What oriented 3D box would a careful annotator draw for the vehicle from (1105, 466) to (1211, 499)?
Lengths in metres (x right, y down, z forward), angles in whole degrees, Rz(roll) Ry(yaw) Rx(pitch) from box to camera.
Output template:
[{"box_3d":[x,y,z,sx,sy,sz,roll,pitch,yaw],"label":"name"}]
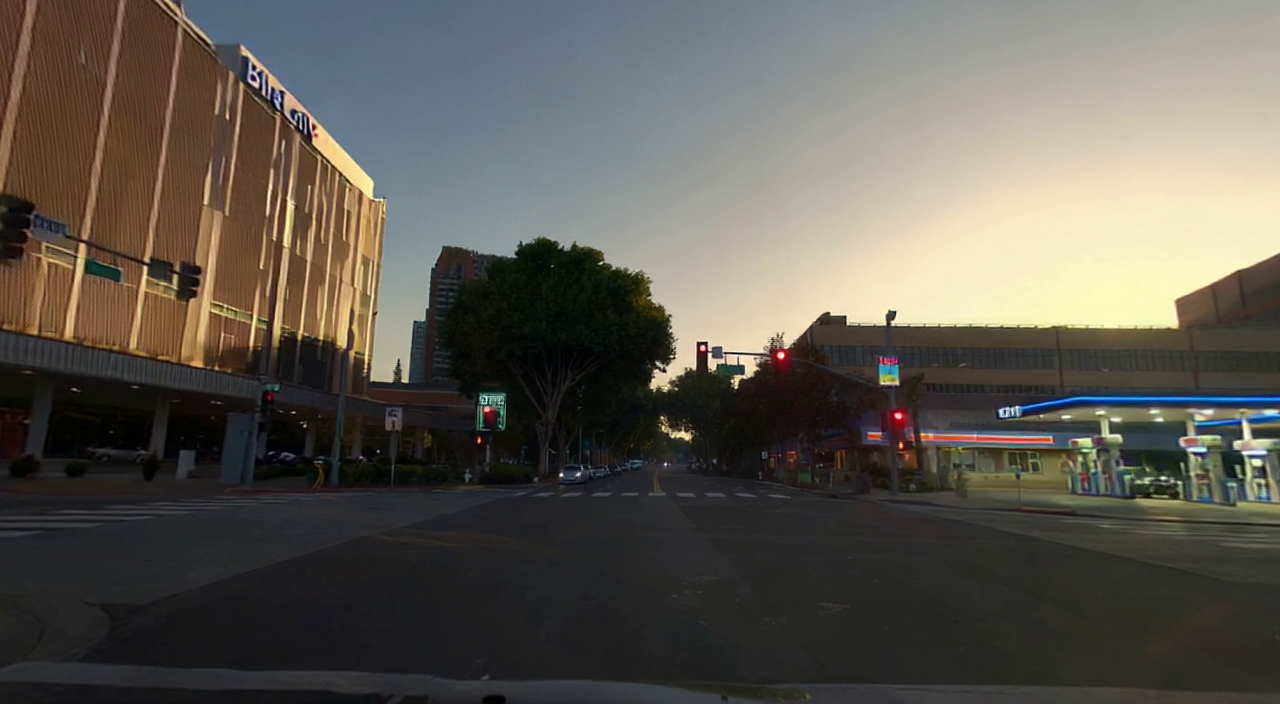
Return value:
[{"box_3d":[28.016,7.053,34.323,1.897,1.466,4.211,1,-8,-6],"label":"vehicle"}]
